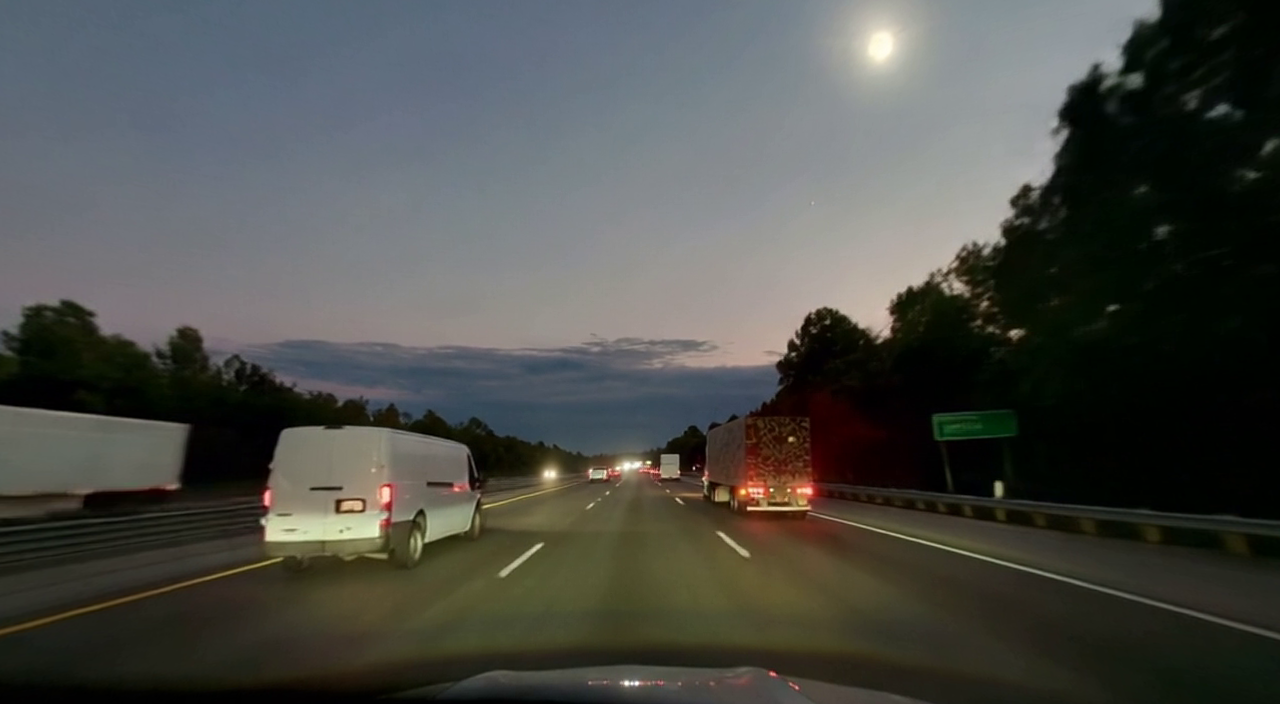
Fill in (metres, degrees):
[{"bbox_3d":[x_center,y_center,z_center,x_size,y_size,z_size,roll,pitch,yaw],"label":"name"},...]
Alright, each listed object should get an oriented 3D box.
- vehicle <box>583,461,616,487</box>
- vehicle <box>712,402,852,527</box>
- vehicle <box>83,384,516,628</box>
[{"bbox_3d":[-3.077,9.463,48.982,2.204,1.852,4.661,1,-11,1],"label":"vehicle"},{"bbox_3d":[3.766,3.221,18.078,2.703,2.988,5.097,1,-10,-1],"label":"vehicle"},{"bbox_3d":[-3.242,1.699,7.695,2.378,1.930,5.086,1,-11,0],"label":"vehicle"}]
